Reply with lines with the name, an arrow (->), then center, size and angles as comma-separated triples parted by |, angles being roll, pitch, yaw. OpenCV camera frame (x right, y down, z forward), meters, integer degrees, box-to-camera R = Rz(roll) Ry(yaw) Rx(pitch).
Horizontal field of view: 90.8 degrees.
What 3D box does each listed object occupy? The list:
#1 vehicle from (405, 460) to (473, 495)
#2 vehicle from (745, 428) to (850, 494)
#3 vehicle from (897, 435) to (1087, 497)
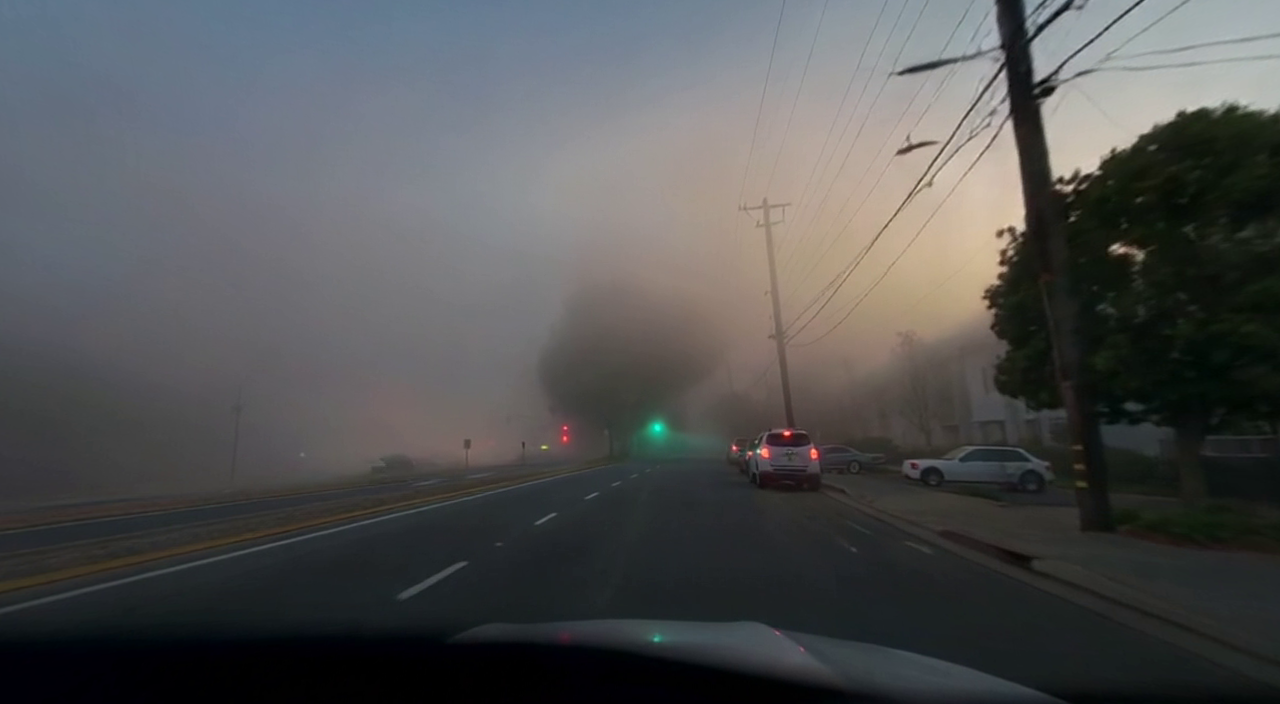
vehicle -> -9.406, 5.860, 29.853 | 1.688, 1.424, 3.786 | -1, -8, 5
vehicle -> 4.789, 3.394, 20.119 | 2.359, 1.817, 4.985 | -1, -8, 4
vehicle -> 10.815, 3.488, 19.767 | 2.038, 1.680, 4.660 | 6, -10, -37
